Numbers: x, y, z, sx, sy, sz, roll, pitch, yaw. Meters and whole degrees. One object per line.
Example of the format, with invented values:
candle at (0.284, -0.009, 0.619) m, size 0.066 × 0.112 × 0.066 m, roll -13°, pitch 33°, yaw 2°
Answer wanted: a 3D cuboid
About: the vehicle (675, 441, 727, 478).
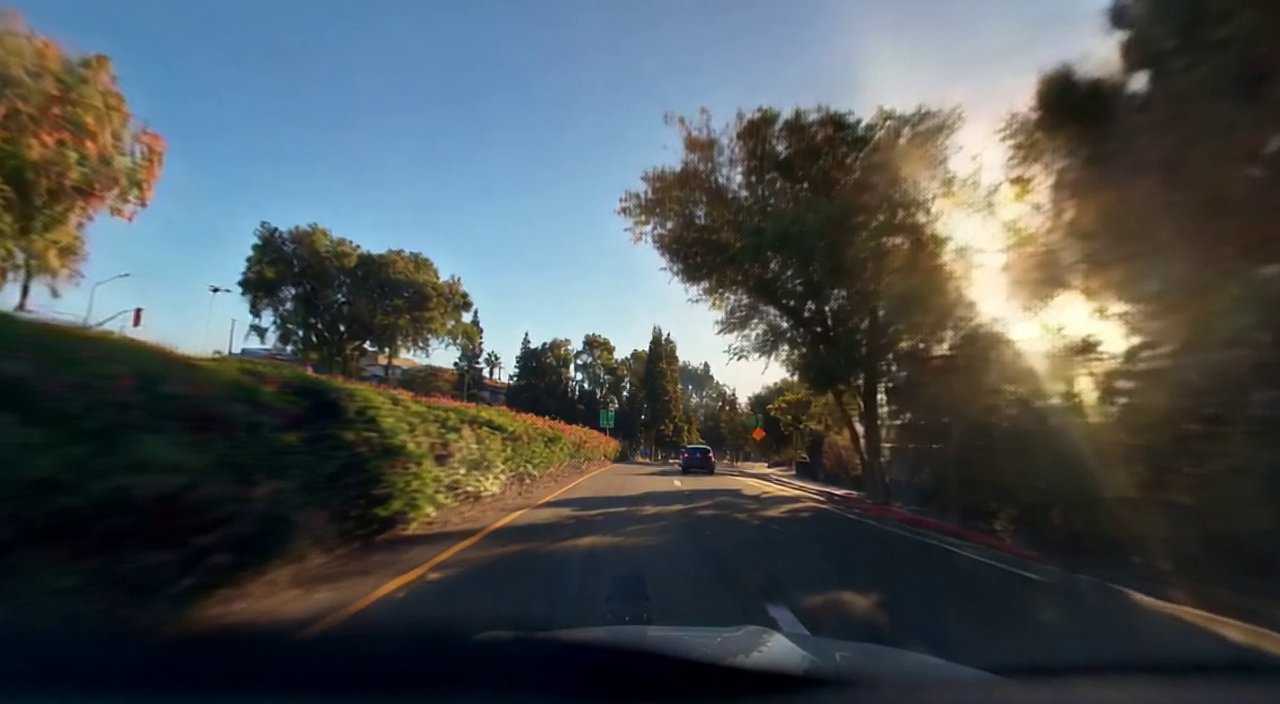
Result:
vehicle at (2.638, 4.737, 28.235) m, size 1.956 × 1.473 × 4.640 m, roll 1°, pitch -8°, yaw 1°
